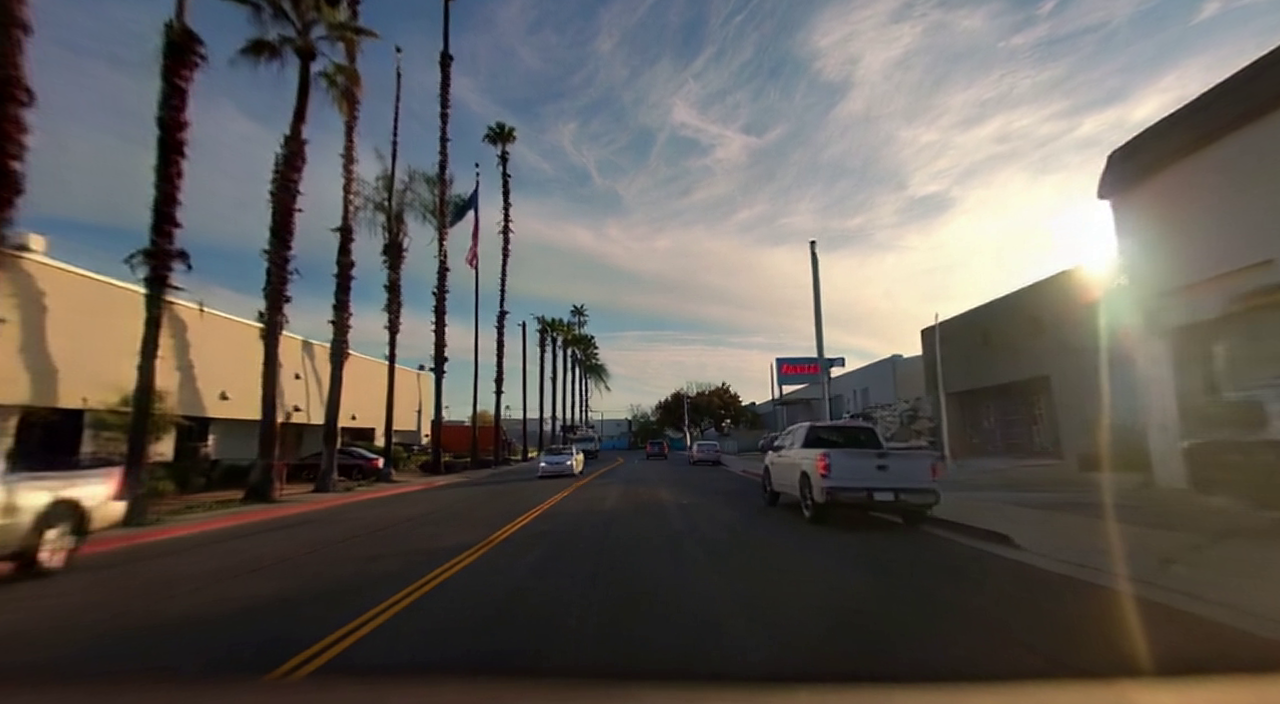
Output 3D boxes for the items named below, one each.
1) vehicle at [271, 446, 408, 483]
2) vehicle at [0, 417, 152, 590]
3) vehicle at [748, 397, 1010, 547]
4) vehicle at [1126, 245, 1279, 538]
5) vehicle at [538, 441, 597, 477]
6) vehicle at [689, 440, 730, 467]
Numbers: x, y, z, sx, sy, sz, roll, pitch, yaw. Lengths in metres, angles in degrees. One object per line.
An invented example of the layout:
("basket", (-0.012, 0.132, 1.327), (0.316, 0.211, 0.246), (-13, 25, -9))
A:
("vehicle", (-13.683, 5.138, 28.977), (5.187, 1.563, 2.095), (0, -8, 1))
("vehicle", (-7.939, 1.585, 6.199), (2.105, 1.836, 5.338), (-3, -9, -1))
("vehicle", (3.699, 2.043, 11.507), (2.345, 1.969, 6.070), (0, -8, -1))
("vehicle", (8.156, 0.191, 5.166), (2.993, 3.033, 6.781), (-1, -8, 2))
("vehicle", (-3.242, 4.877, 29.138), (2.033, 1.492, 4.477), (-1, -8, 2))
("vehicle", (4.451, 6.544, 41.029), (2.111, 1.611, 4.576), (0, -8, 0))
